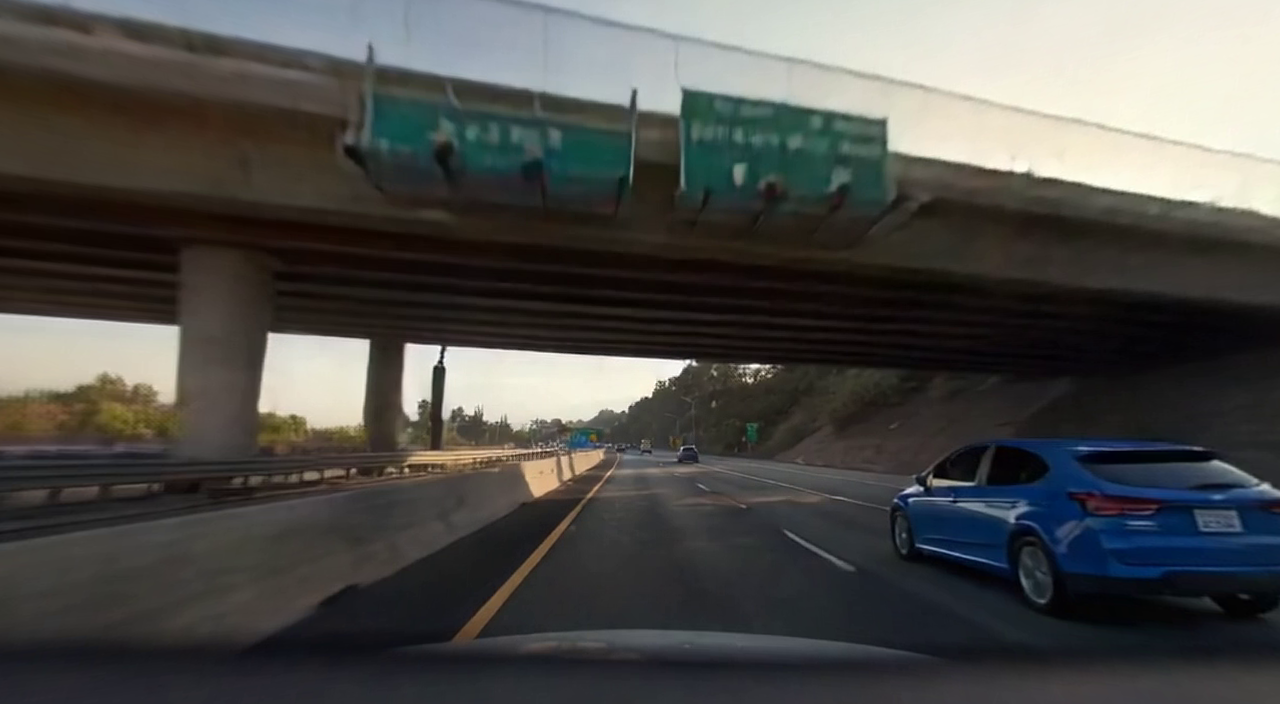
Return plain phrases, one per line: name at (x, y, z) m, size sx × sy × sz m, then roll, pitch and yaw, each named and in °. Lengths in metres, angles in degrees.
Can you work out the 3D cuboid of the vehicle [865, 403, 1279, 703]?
vehicle at (3.624, 1.360, 5.019) m, size 2.002 × 1.604 × 4.265 m, roll 0°, pitch -9°, yaw 0°
